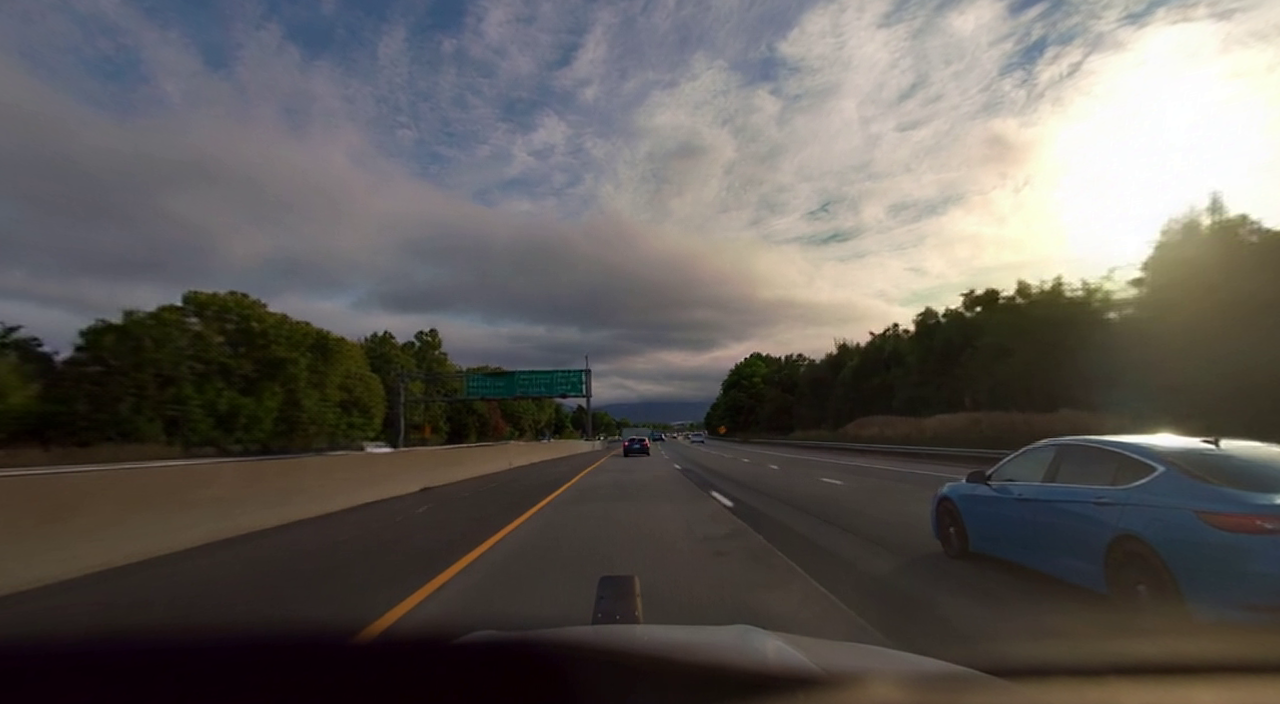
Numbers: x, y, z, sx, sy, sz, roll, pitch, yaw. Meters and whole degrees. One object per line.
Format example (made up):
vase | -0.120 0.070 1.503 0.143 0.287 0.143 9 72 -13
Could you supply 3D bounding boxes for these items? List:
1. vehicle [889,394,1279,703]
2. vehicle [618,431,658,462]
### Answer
vehicle | 3.875 1.194 4.783 1.981 1.467 4.459 0 -8 -3
vehicle | -0.148 5.094 34.086 2.046 1.526 3.903 0 -8 -1
